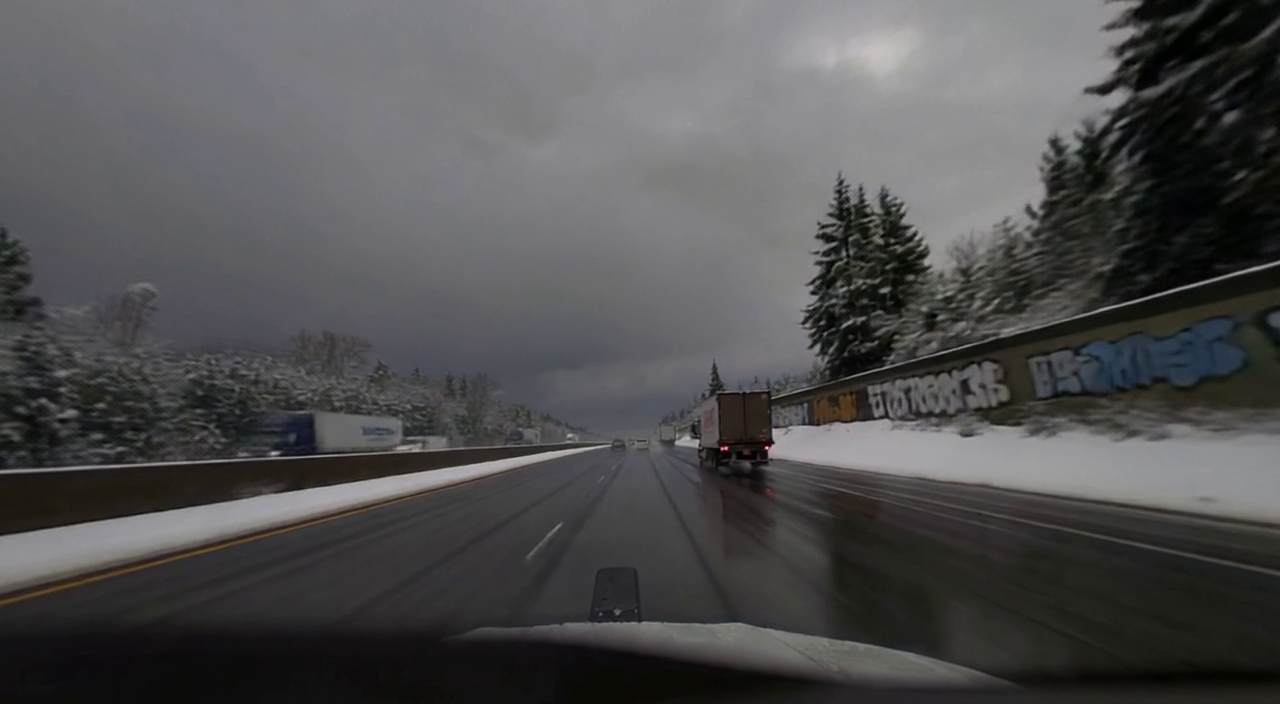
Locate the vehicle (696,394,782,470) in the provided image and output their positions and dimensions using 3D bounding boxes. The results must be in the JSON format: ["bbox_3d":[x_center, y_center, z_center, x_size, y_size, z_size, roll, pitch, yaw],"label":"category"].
[{"bbox_3d":[5.083,4.457,34.648,2.949,3.470,10.539,-1,-8,0],"label":"vehicle"}]

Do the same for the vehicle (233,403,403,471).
[{"bbox_3d":[-20.939,5.858,43.200,2.850,3.711,17.121,-1,-8,0],"label":"vehicle"}]

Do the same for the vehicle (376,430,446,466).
[{"bbox_3d":[-12.320,5.197,34.287,2.068,1.781,4.678,-1,-8,0],"label":"vehicle"}]
